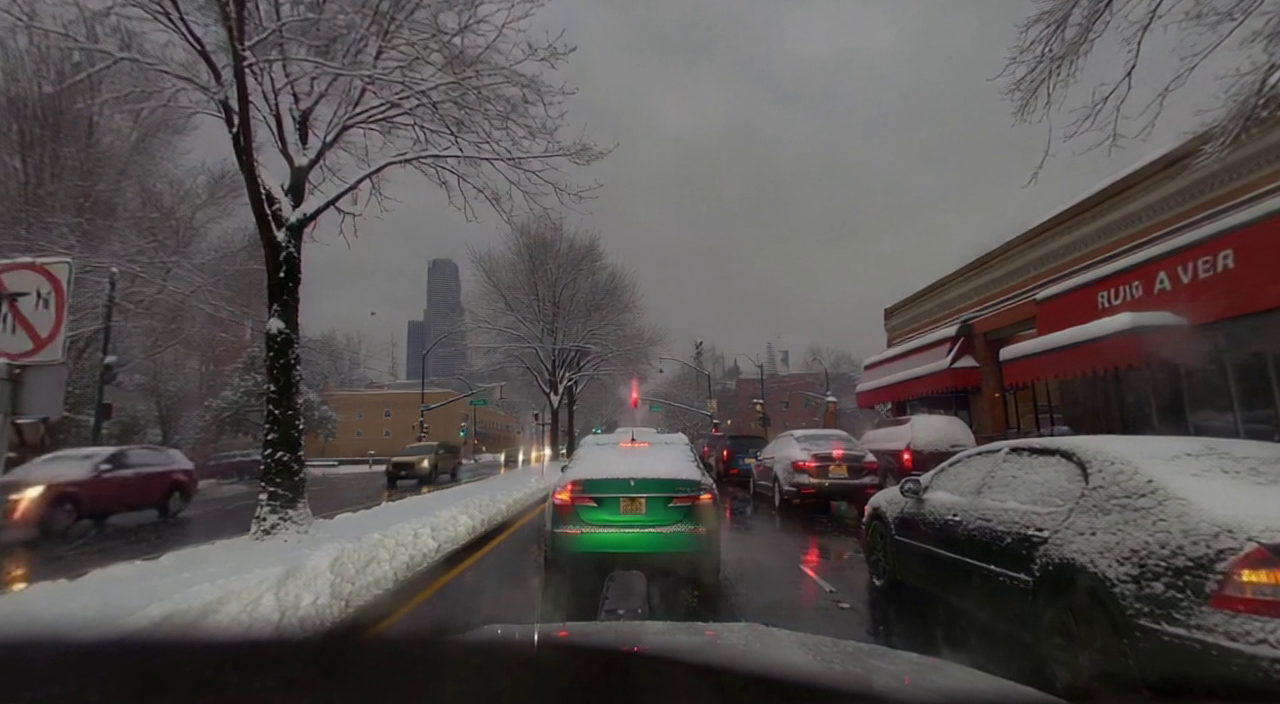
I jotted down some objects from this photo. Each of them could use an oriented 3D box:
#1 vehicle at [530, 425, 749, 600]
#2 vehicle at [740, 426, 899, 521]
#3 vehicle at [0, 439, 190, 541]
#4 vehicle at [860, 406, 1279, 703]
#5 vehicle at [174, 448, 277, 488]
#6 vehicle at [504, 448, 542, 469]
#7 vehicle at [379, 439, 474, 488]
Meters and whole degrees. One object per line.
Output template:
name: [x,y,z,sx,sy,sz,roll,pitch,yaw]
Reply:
vehicle: [-0.019,1.658,7.301,1.887,1.487,3.535,0,-9,0]
vehicle: [3.540,2.481,13.421,2.025,1.660,4.263,0,-9,-1]
vehicle: [-11.943,2.698,12.998,2.004,1.732,4.530,0,-9,0]
vehicle: [3.312,1.256,4.482,1.988,1.480,4.195,0,-9,0]
vehicle: [-19.760,5.485,30.104,4.329,1.773,2.072,-5,-10,27]
vehicle: [-8.384,7.622,45.564,1.850,1.417,4.321,0,-9,1]
vehicle: [-8.066,4.239,24.358,2.079,1.695,4.374,0,-9,1]
